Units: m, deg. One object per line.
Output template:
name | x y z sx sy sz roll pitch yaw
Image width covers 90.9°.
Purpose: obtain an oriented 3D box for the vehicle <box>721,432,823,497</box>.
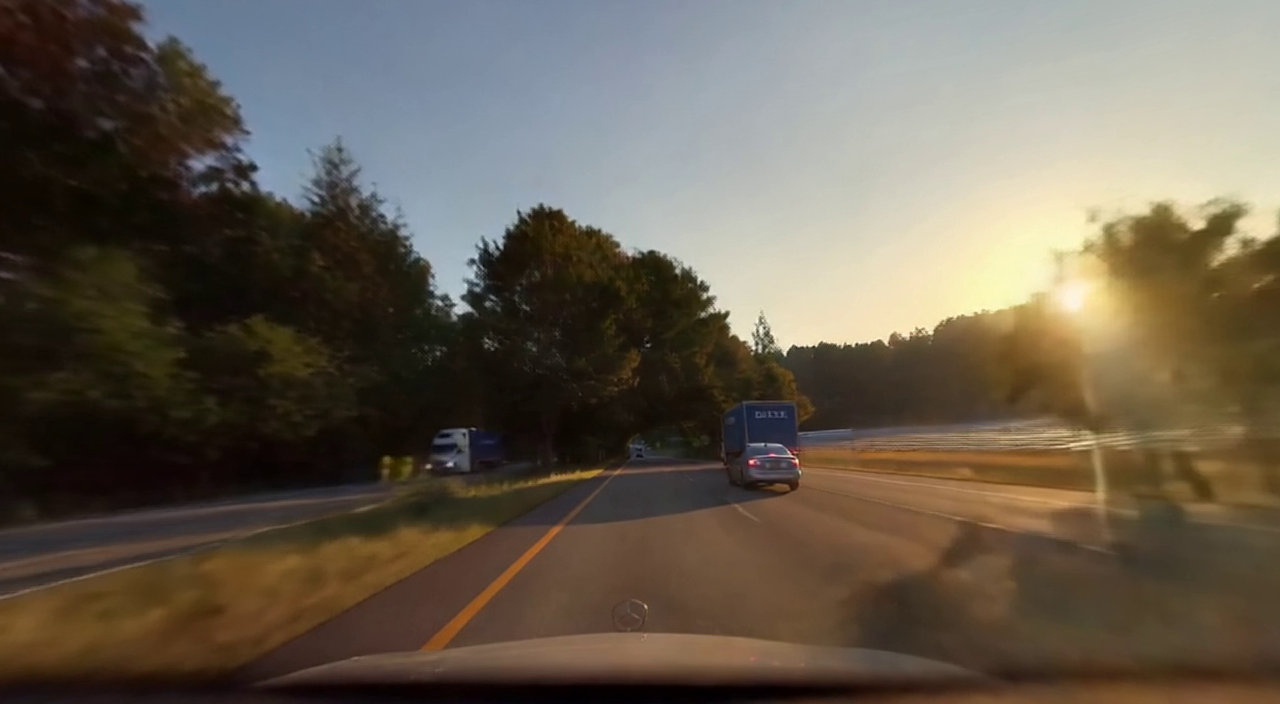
vehicle | 3.867 3.400 19.279 2.093 1.742 4.167 0 -9 -1
